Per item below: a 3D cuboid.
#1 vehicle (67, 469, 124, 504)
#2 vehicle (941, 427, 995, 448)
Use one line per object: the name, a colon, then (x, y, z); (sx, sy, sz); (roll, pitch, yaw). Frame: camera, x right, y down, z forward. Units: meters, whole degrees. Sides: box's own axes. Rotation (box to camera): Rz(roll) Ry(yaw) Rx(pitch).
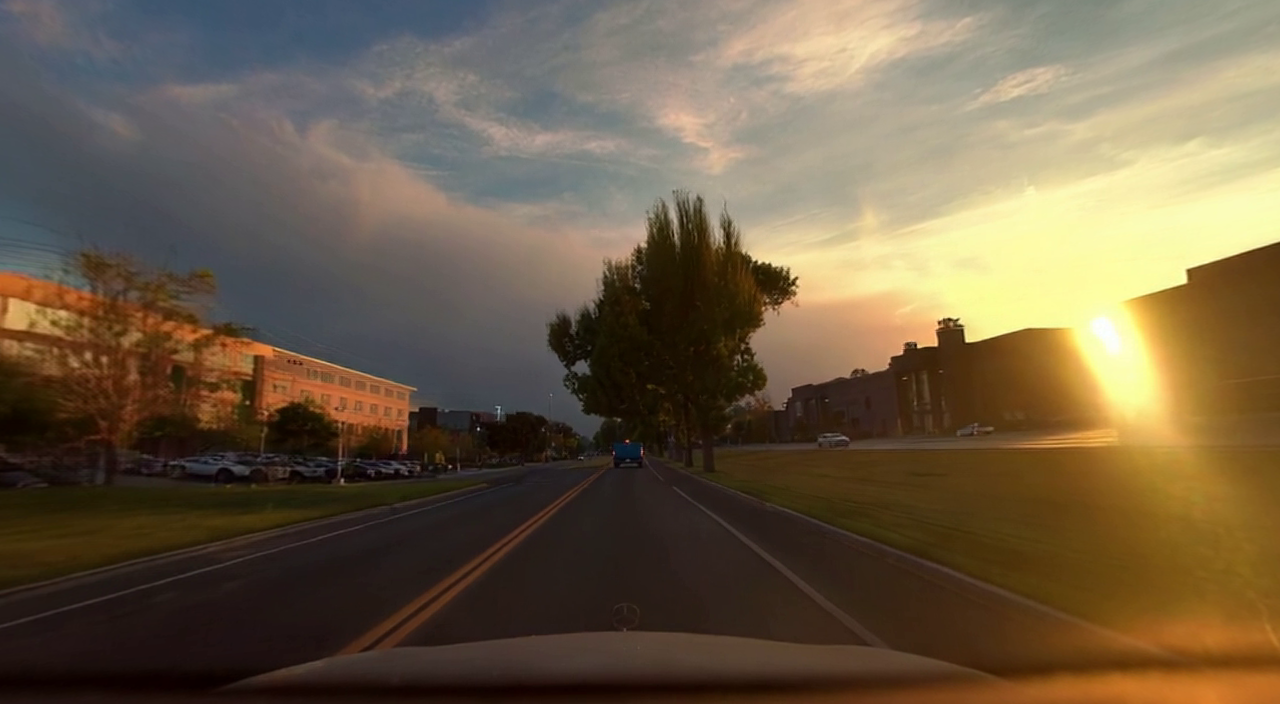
vehicle: (-27.295, 6.671, 31.628); (1.896, 1.481, 4.448); (8, -12, -42)
vehicle: (24.789, 6.514, 47.870); (1.816, 1.517, 3.920); (0, -9, -3)
